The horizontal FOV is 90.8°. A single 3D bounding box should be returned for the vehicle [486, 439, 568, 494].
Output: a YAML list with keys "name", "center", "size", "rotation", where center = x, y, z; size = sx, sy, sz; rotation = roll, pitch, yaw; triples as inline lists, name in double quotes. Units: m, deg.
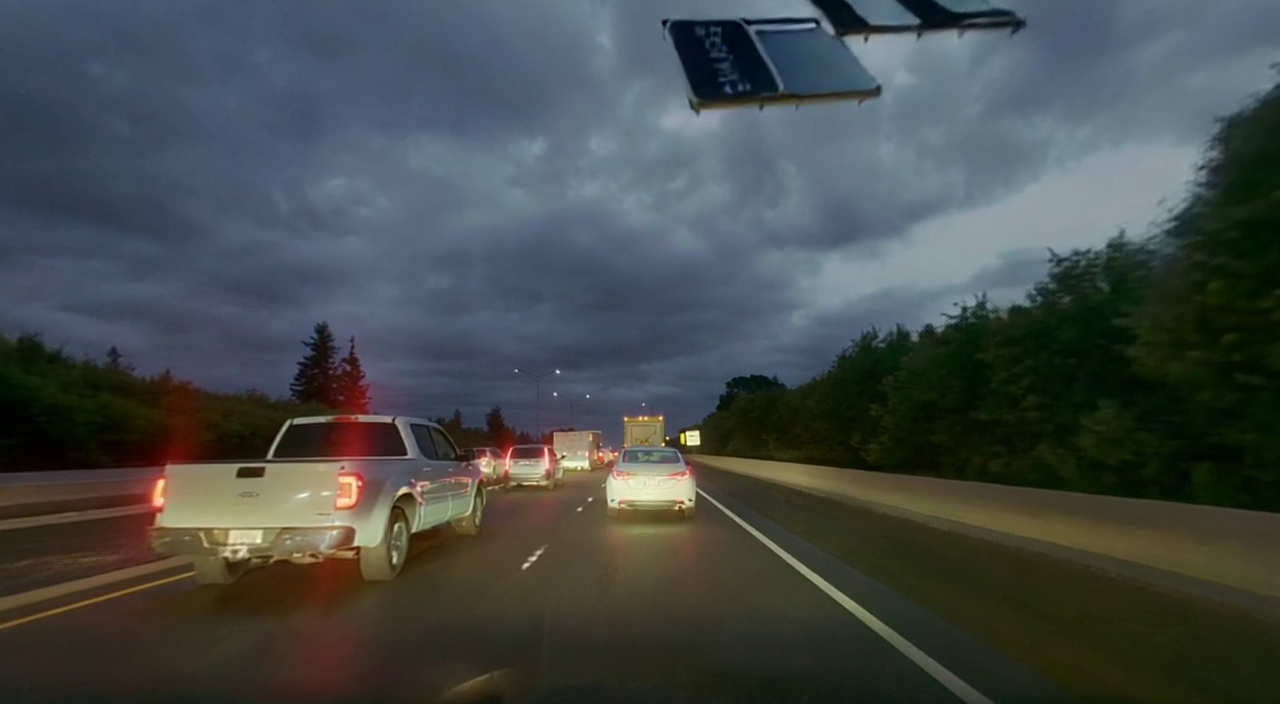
- name: "vehicle"
  center: [-3.609, 3.742, 20.870]
  size: [1.963, 1.627, 3.849]
  rotation: [0, -9, 0]

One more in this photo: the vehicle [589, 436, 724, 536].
- name: "vehicle"
  center: [0.227, 2.318, 11.418]
  size: [2.063, 1.507, 3.488]
  rotation: [0, -9, -1]

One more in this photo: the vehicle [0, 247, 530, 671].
- name: "vehicle"
  center: [-3.070, 1.151, 7.487]
  size: [2.289, 2.757, 6.726]
  rotation: [0, -9, 0]
